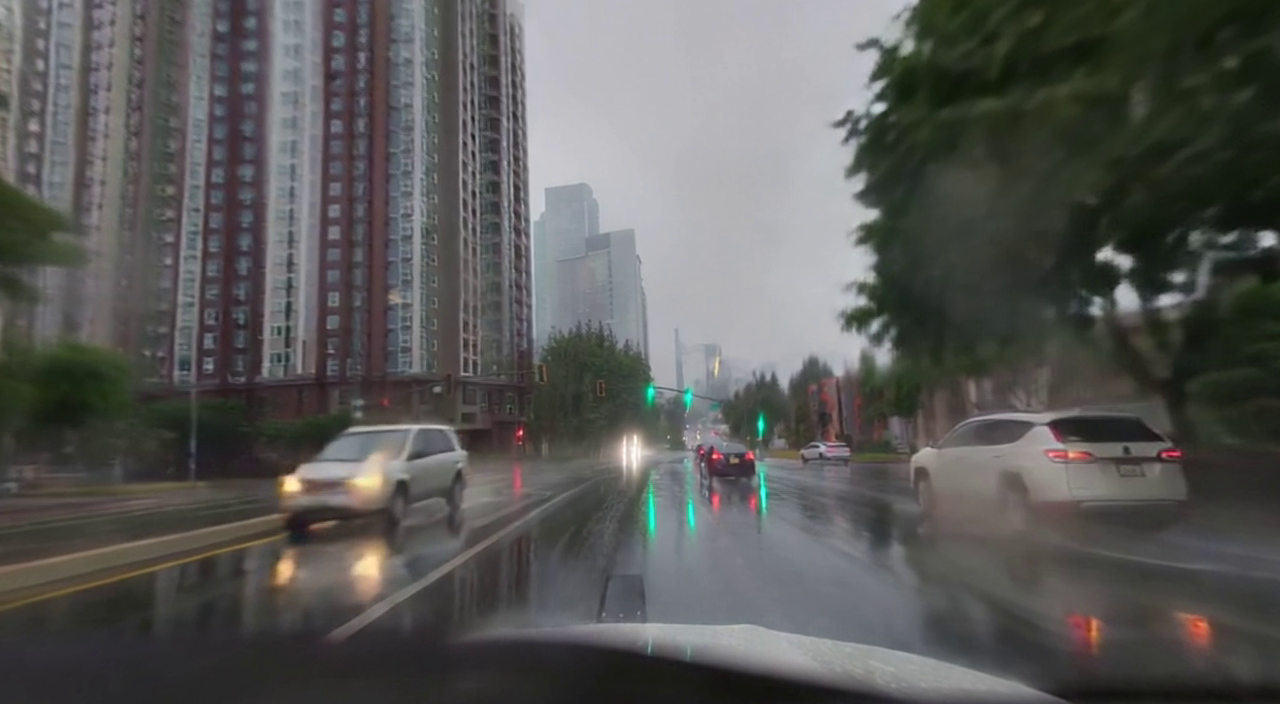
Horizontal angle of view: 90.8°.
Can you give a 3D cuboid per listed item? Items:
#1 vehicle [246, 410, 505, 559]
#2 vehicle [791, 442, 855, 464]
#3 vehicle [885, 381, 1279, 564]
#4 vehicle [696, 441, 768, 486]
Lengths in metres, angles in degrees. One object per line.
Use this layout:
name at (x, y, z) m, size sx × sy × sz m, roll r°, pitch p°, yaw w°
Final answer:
vehicle at (-3.536, 1.861, 9.531) m, size 2.065 × 1.716 × 4.265 m, roll 0°, pitch -9°, yaw -1°
vehicle at (13.697, 7.577, 47.451) m, size 2.051 × 1.589 × 4.135 m, roll 8°, pitch -12°, yaw -43°
vehicle at (6.217, 1.760, 9.938) m, size 2.427 × 2.017 × 5.763 m, roll 0°, pitch -9°, yaw 0°
vehicle at (3.279, 4.088, 23.456) m, size 2.003 × 1.480 × 4.494 m, roll 0°, pitch -9°, yaw 0°
